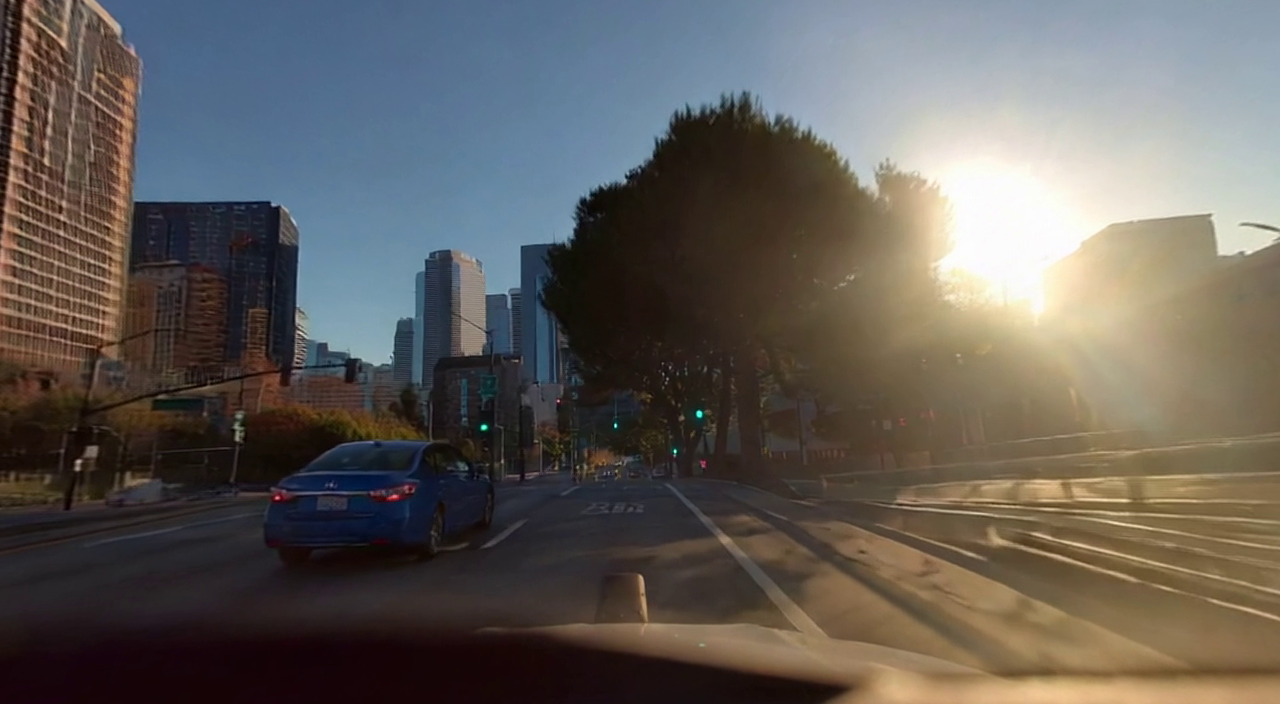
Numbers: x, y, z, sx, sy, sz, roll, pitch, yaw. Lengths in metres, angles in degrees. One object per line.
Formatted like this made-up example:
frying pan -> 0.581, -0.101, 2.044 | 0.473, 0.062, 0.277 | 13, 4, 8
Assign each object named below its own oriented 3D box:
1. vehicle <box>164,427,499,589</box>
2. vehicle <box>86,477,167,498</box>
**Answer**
vehicle -> -3.318, 1.754, 7.996 | 2.041, 1.470, 4.290 | 0, -8, 0
vehicle -> -39.047, 10.367, 48.110 | 4.315, 1.421, 2.020 | 0, -15, 0
